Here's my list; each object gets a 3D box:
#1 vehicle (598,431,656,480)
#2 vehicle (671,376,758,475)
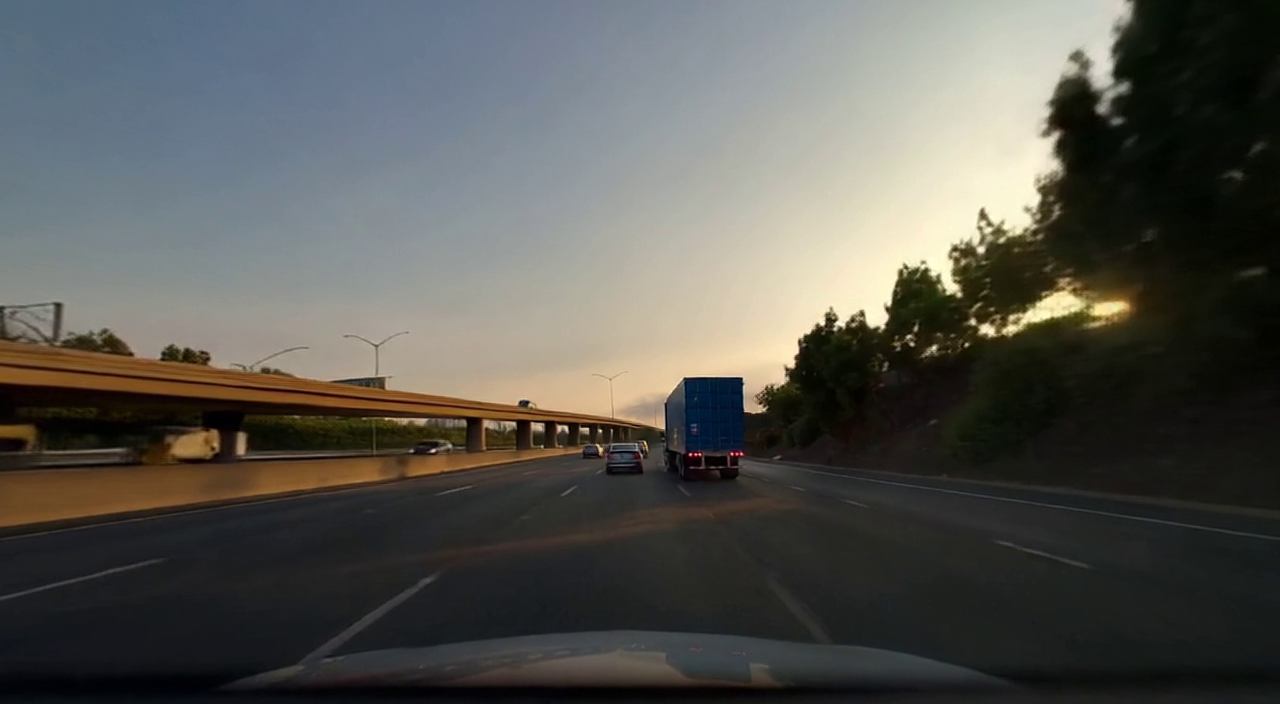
[{"bbox_3d":[-0.434,4.055,24.889,2.077,1.716,4.514,0,-9,1],"label":"vehicle"},{"bbox_3d":[3.341,3.779,31.260,2.964,4.063,10.072,0,-8,0],"label":"vehicle"}]
